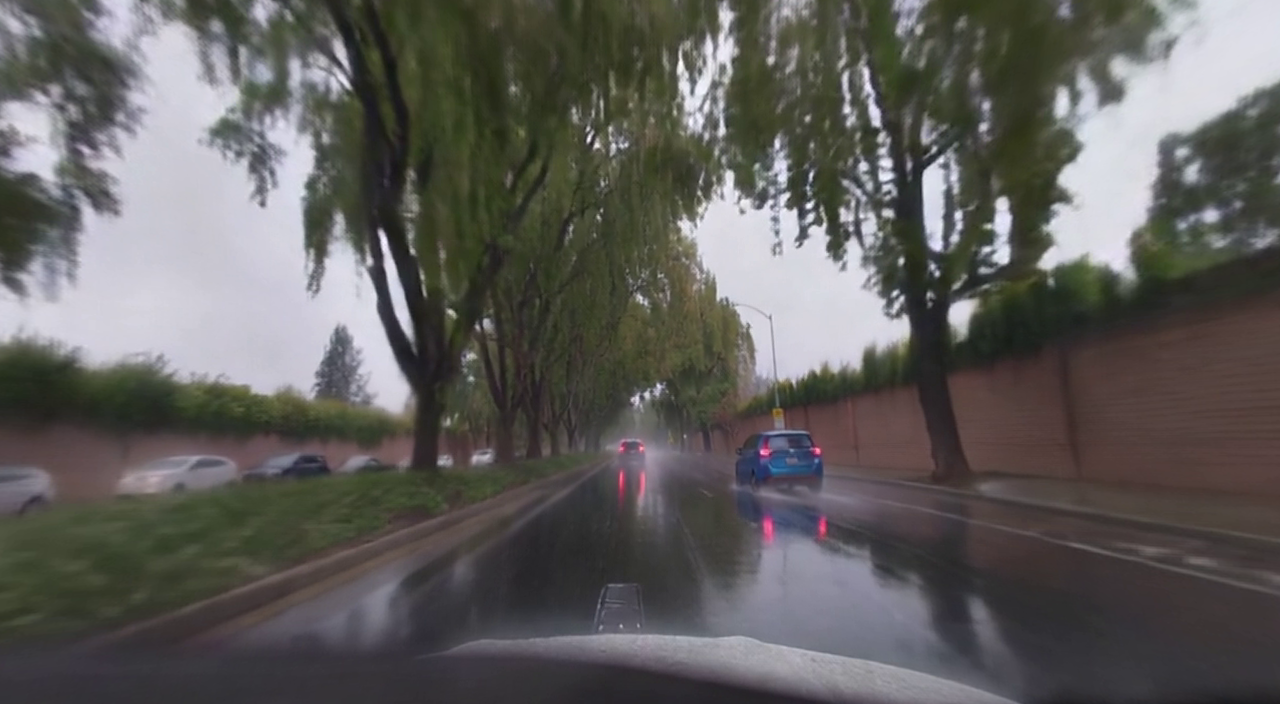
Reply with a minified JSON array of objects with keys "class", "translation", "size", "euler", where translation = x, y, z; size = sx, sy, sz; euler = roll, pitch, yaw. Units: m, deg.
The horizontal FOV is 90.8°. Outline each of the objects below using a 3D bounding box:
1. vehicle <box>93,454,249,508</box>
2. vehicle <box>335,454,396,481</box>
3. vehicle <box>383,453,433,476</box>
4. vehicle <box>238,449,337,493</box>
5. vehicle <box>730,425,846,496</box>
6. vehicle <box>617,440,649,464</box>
[{"class":"vehicle","translation":[-17.342,4.745,23.773],"size":[2.184,1.697,4.826],"euler":[-1,-8,0]},{"class":"vehicle","translation":[-17.124,7.214,39.633],"size":[1.933,1.494,4.259],"euler":[-1,-8,-1]},{"class":"vehicle","translation":[-17.431,8.432,47.706],"size":[2.099,1.558,4.533],"euler":[-1,-8,0]},{"class":"vehicle","translation":[-17.513,5.881,31.759],"size":[2.352,1.857,4.893],"euler":[-3,-9,-2]},{"class":"vehicle","translation":[4.049,3.053,18.174],"size":[2.155,1.752,4.456],"euler":[-1,-8,-1]},{"class":"vehicle","translation":[-0.536,7.735,49.043],"size":[2.391,1.739,3.837],"euler":[-1,-8,0]}]
